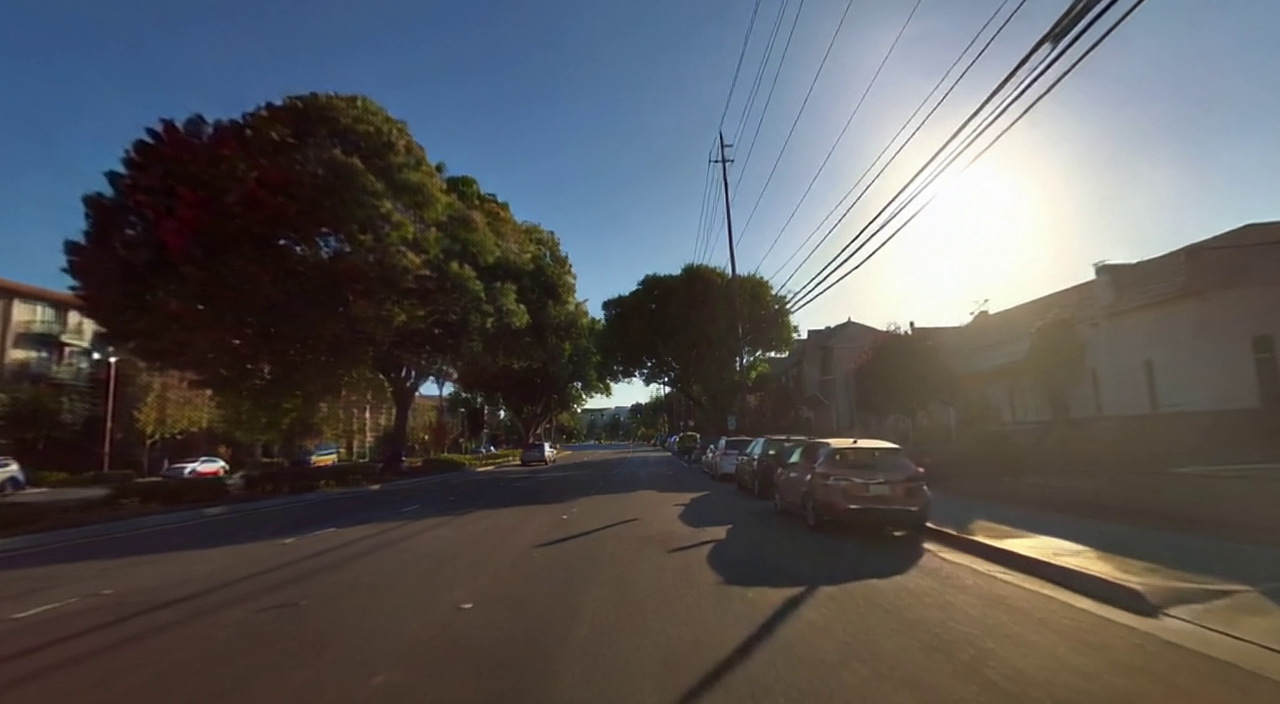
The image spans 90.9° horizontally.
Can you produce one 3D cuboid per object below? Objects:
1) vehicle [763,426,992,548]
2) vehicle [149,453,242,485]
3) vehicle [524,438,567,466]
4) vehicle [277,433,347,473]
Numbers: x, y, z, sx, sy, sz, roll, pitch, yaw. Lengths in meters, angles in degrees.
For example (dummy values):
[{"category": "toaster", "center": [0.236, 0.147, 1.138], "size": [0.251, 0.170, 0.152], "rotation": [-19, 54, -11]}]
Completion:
[{"category": "vehicle", "center": [3.545, 2.107, 10.601], "size": [2.048, 1.556, 4.753], "rotation": [0, -8, 1]}, {"category": "vehicle", "center": [-25.762, 6.774, 36.780], "size": [2.121, 1.699, 4.506], "rotation": [0, -8, 1]}, {"category": "vehicle", "center": [-6.158, 6.567, 41.586], "size": [2.000, 1.671, 4.497], "rotation": [0, -8, 1]}, {"category": "vehicle", "center": [-25.566, 7.917, 49.529], "size": [2.223, 2.895, 5.824], "rotation": [0, -8, 1]}]
